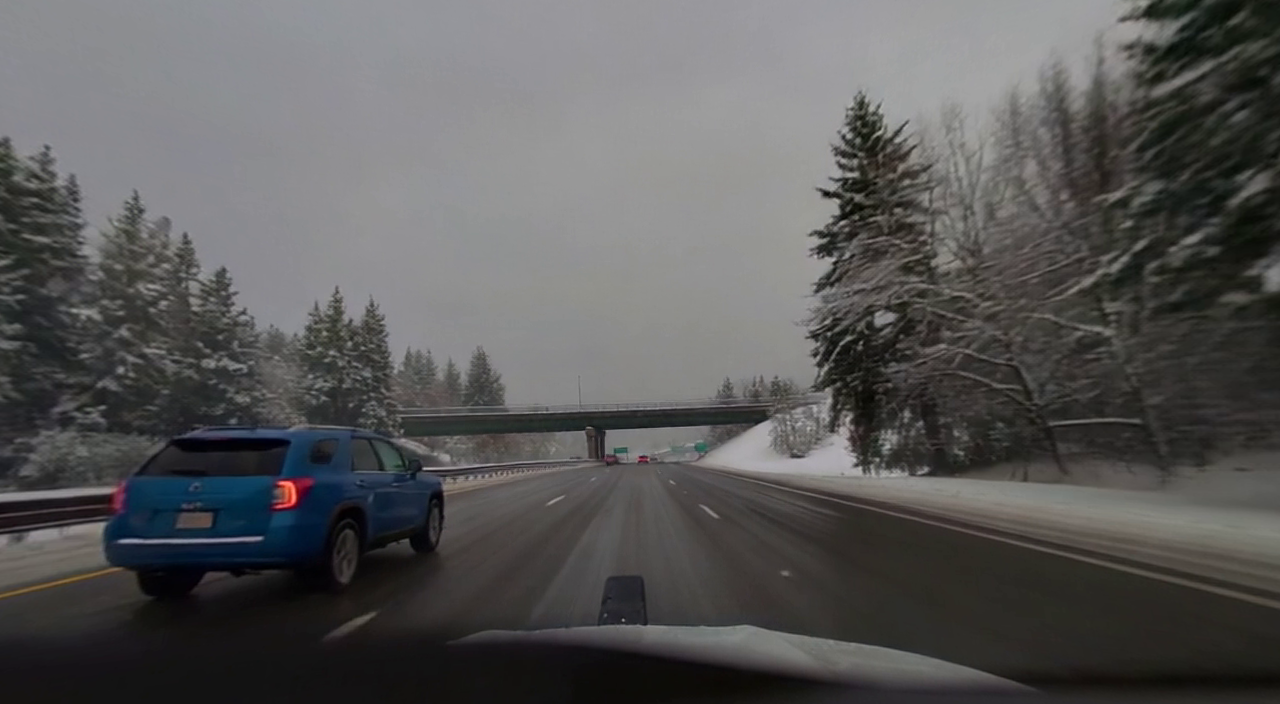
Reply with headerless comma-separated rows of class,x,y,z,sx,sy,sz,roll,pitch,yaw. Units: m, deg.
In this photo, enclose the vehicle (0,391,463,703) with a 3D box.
vehicle,-3.401,1.391,5.554,2.274,1.628,4.807,0,-9,0
